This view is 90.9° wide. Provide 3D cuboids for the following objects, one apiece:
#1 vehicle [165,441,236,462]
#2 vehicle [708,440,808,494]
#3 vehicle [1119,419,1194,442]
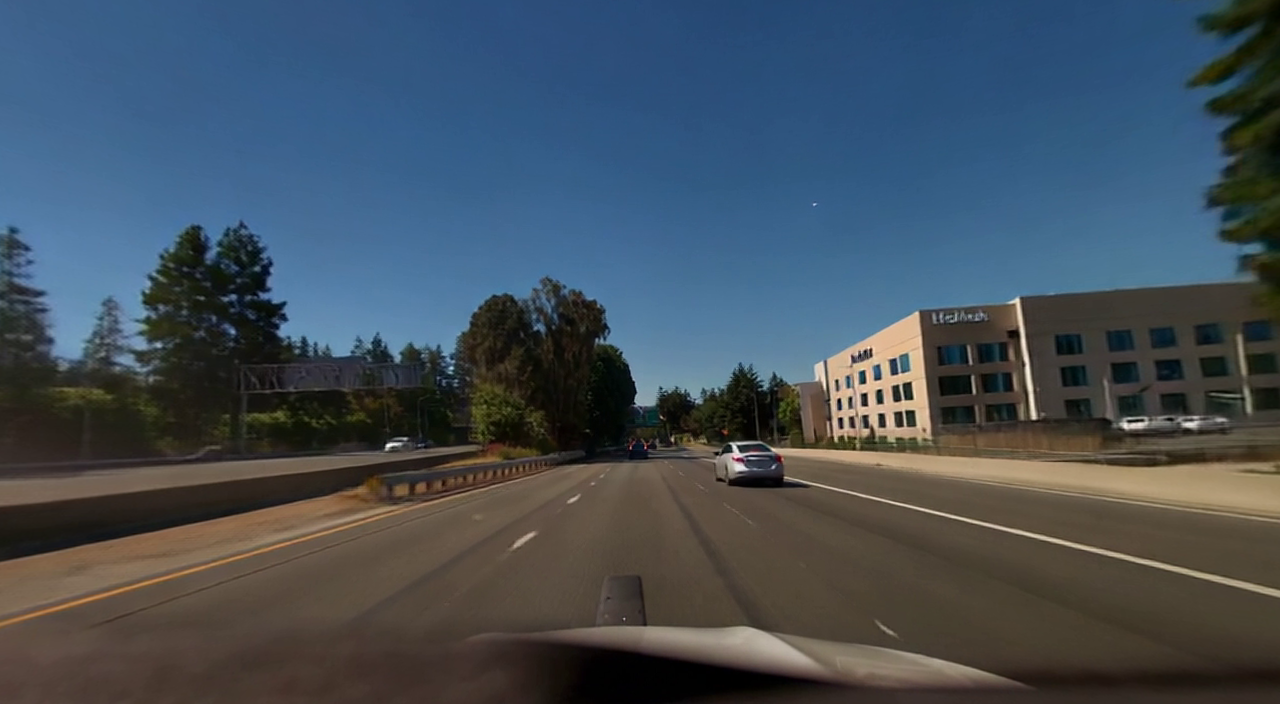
[{"bbox_3d":[-31.794,7.192,45.809,1.971,1.461,4.469,0,-8,-1],"label":"vehicle"},{"bbox_3d":[3.375,3.395,19.040,2.069,1.431,4.313,0,-9,-2],"label":"vehicle"},{"bbox_3d":[40.052,6.097,49.031,4.263,1.563,1.862,-9,-10,35],"label":"vehicle"}]
